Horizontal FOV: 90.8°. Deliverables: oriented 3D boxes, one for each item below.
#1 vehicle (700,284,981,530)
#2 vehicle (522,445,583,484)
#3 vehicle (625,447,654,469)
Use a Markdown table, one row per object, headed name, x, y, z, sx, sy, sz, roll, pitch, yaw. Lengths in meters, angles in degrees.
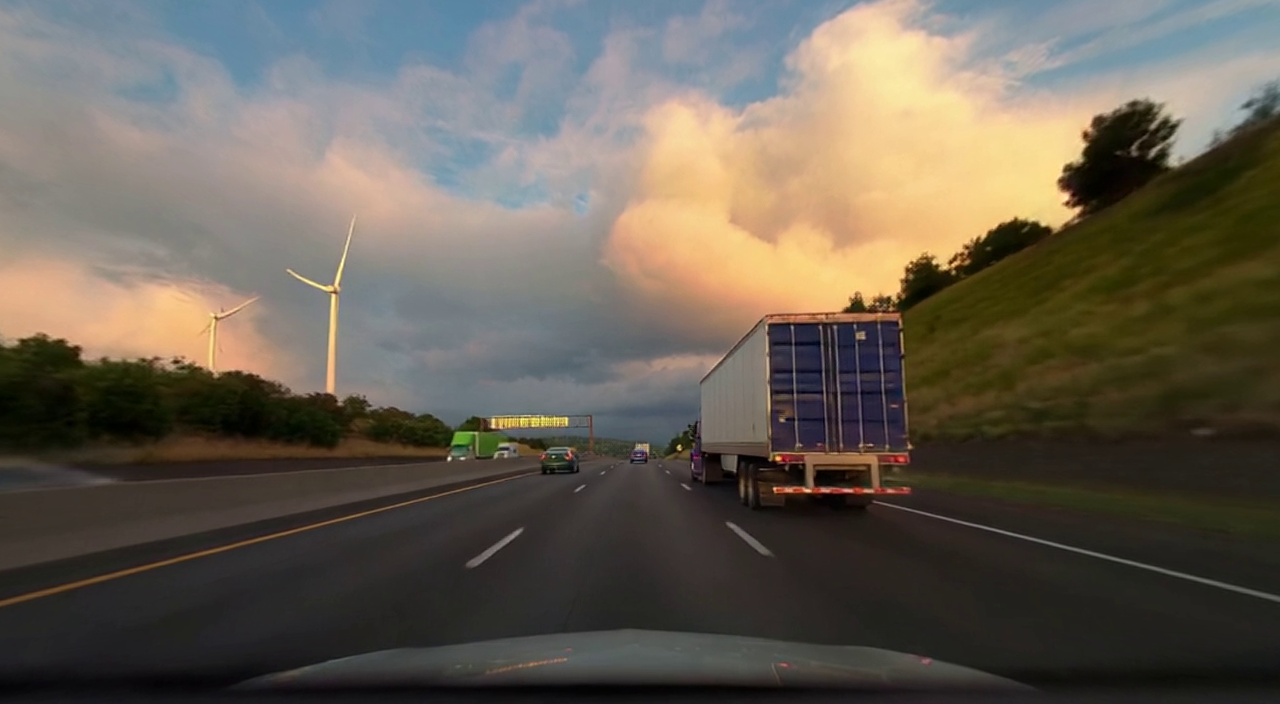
| name | x | y | z | sx | sy | sz | roll | pitch | yaw |
| --- | --- | --- | --- | --- | --- | --- | --- | --- | --- |
| vehicle | 3.834 | 1.859 | 16.944 | 2.947 | 3.989 | 13.568 | 0 | -9 | -1 |
| vehicle | -3.592 | 4.687 | 26.603 | 1.952 | 1.521 | 4.095 | 0 | -9 | 0 |
| vehicle | -0.065 | 7.204 | 42.993 | 1.931 | 1.453 | 3.695 | 0 | -9 | -1 |
